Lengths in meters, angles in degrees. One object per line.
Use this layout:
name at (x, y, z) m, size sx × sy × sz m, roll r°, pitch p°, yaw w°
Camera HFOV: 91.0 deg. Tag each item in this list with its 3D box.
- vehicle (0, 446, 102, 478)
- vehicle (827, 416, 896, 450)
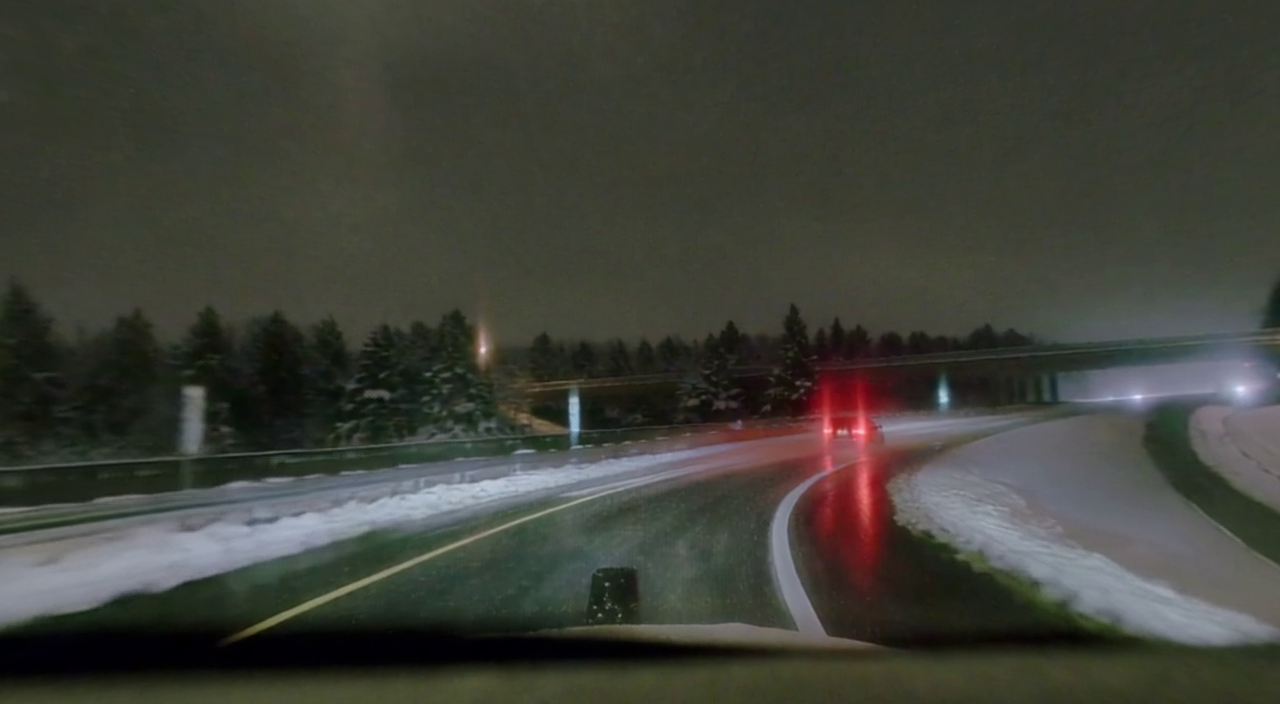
vehicle at (-31.374, 5.792, 33.417) m, size 4.119 × 1.500 × 1.767 m, roll 6°, pitch -10°, yaw -41°
vehicle at (10.446, 3.774, 29.537) m, size 2.028 × 1.440 × 3.970 m, roll -2°, pitch -7°, yaw 35°
